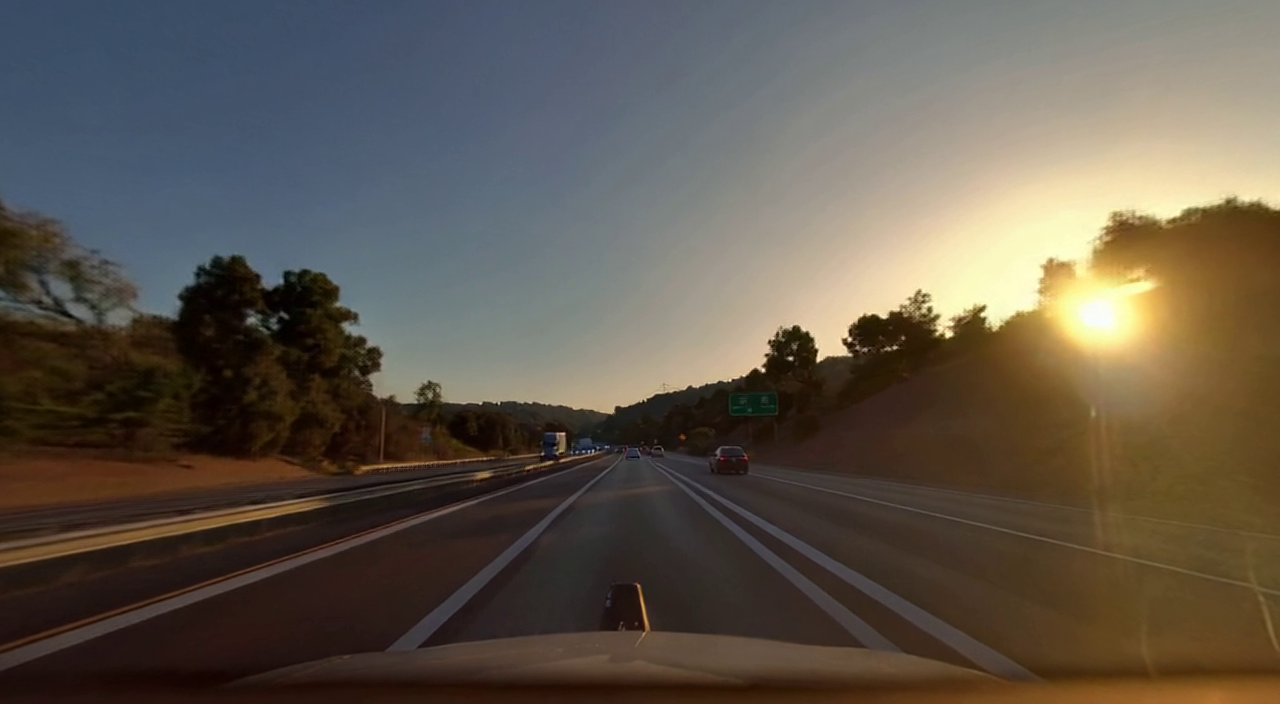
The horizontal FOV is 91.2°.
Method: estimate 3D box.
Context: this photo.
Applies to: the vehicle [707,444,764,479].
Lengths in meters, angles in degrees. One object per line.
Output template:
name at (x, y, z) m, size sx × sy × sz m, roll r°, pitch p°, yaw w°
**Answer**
vehicle at (4.267, 4.965, 28.630) m, size 1.917 × 1.488 × 3.693 m, roll 0°, pitch -9°, yaw -1°
